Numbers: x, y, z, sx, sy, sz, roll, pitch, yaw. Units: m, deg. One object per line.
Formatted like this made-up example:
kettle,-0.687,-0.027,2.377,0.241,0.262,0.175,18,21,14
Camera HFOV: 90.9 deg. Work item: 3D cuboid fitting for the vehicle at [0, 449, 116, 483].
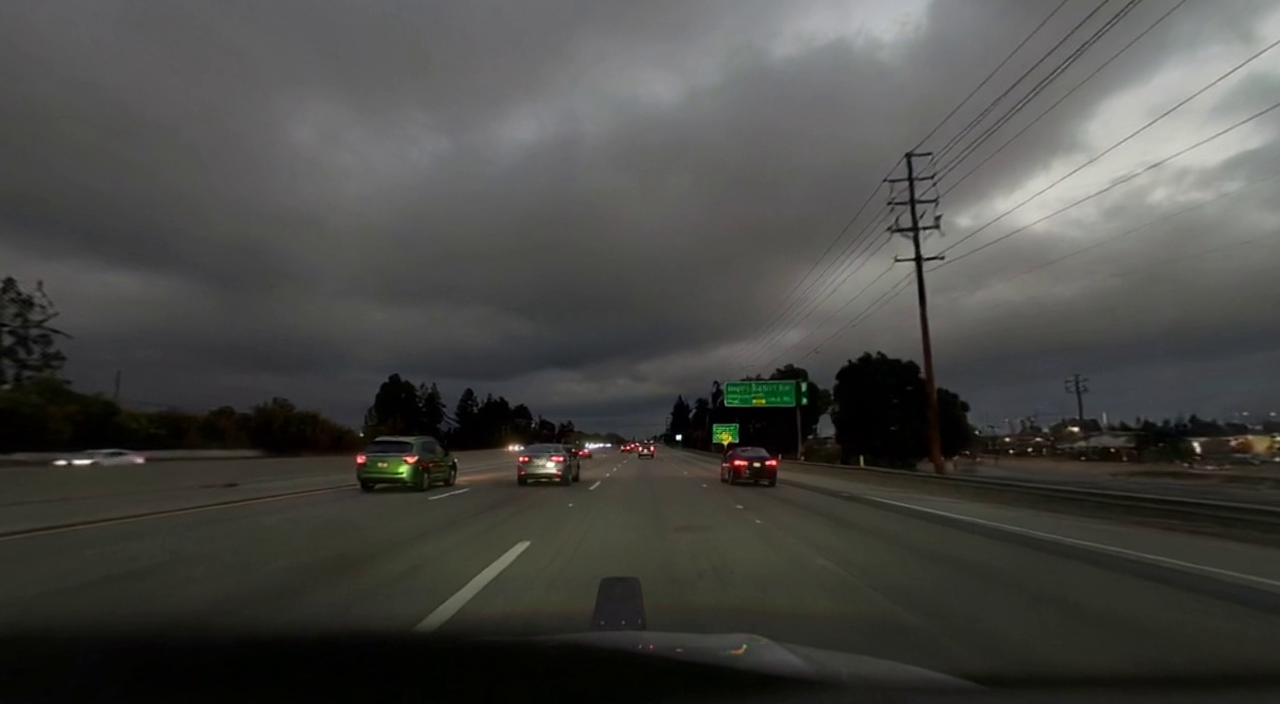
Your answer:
vehicle,-29.056,5.628,31.532,1.822,1.516,4.466,0,-8,1

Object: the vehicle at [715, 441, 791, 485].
vehicle,4.139,4.123,23.771,1.964,1.479,4.252,0,-8,-1

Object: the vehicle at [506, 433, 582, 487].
vehicle,-3.225,3.712,21.983,1.961,1.704,4.052,0,-8,1

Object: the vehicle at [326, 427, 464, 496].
vehicle,-7.204,3.270,19.241,2.162,1.805,4.853,0,-8,1
